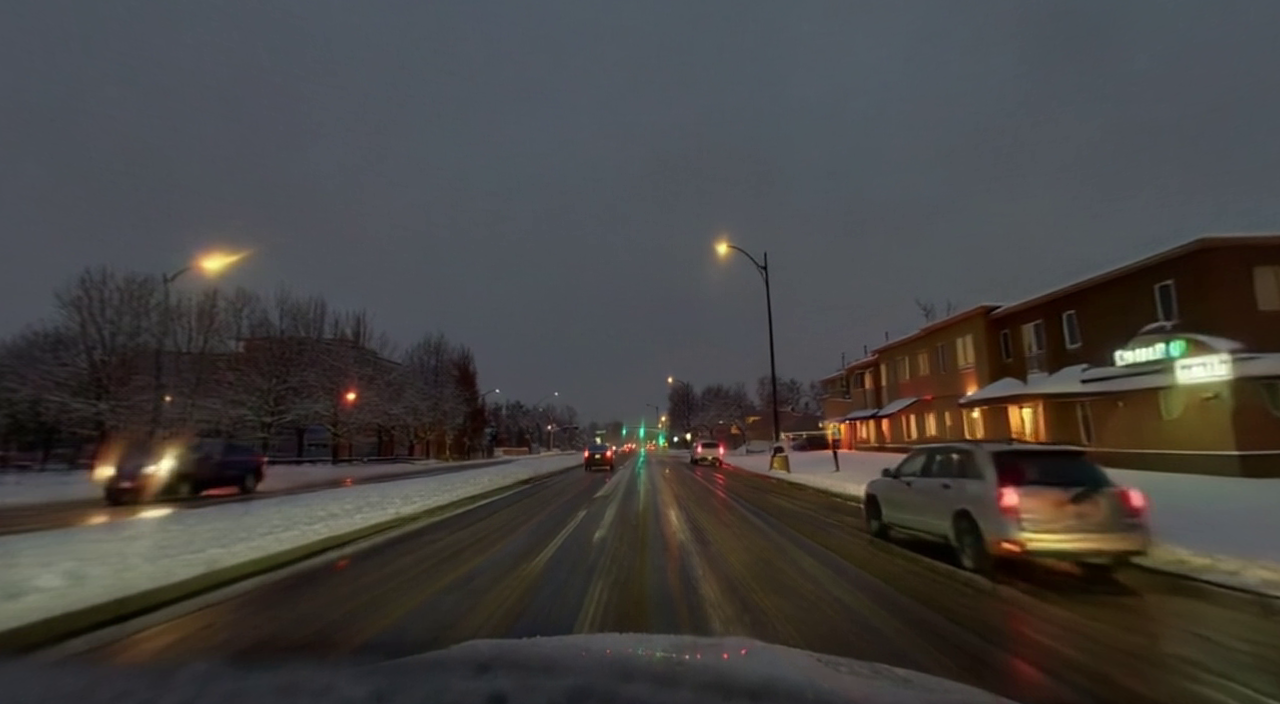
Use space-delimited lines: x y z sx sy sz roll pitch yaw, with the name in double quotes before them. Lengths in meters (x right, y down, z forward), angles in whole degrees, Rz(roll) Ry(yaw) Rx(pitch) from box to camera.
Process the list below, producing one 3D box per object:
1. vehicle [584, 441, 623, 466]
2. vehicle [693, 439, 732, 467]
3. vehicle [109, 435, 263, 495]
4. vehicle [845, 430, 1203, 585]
"vehicle" -2.352 6.614 41.347 2.176 1.543 4.335 0 -8 2
"vehicle" 4.768 6.700 42.128 2.067 1.755 4.616 0 -8 1
"vehicle" -14.677 3.641 20.713 1.973 1.742 4.024 0 -8 1
"vehicle" 4.501 1.859 8.469 2.025 1.500 4.465 0 -8 1
